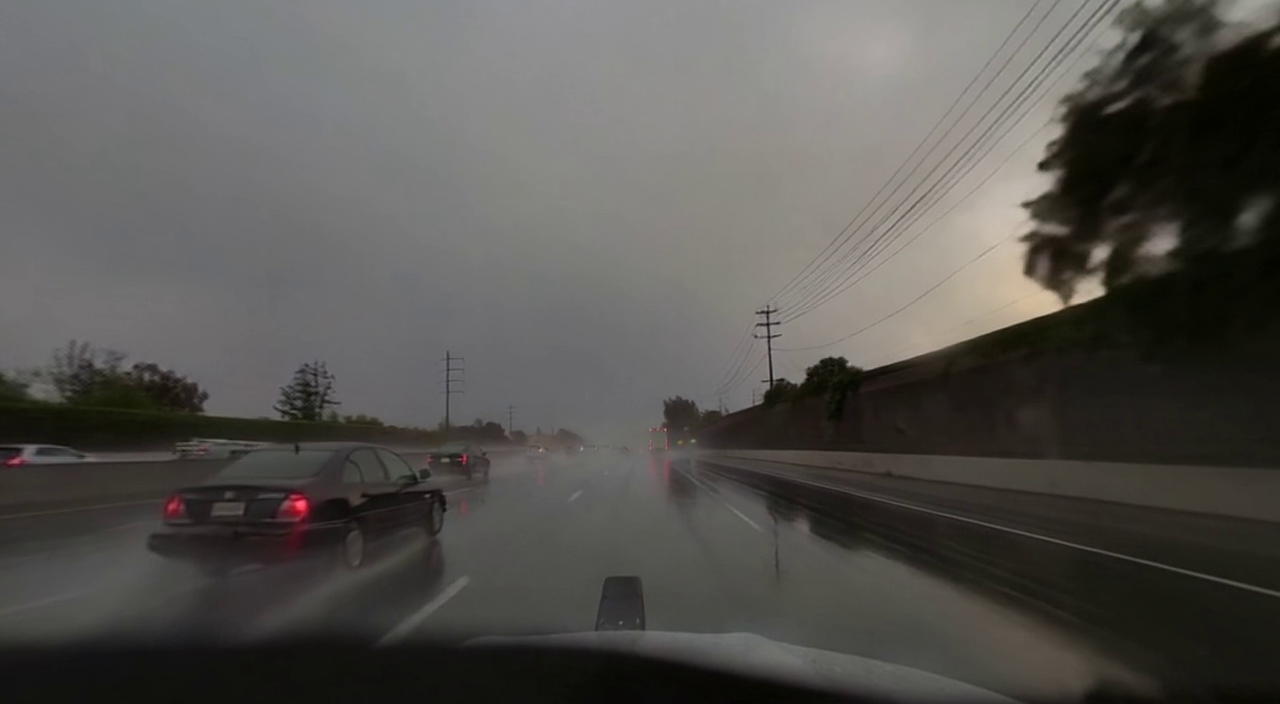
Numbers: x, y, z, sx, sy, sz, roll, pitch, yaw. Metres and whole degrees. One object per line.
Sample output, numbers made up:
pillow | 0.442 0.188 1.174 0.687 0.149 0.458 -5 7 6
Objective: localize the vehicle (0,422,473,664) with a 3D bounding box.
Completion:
vehicle | -3.503 1.610 6.592 2.045 1.532 4.954 0 -9 1

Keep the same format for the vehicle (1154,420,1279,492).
vehicle | 18.576 2.983 18.091 2.272 1.938 5.988 0 -9 -3
